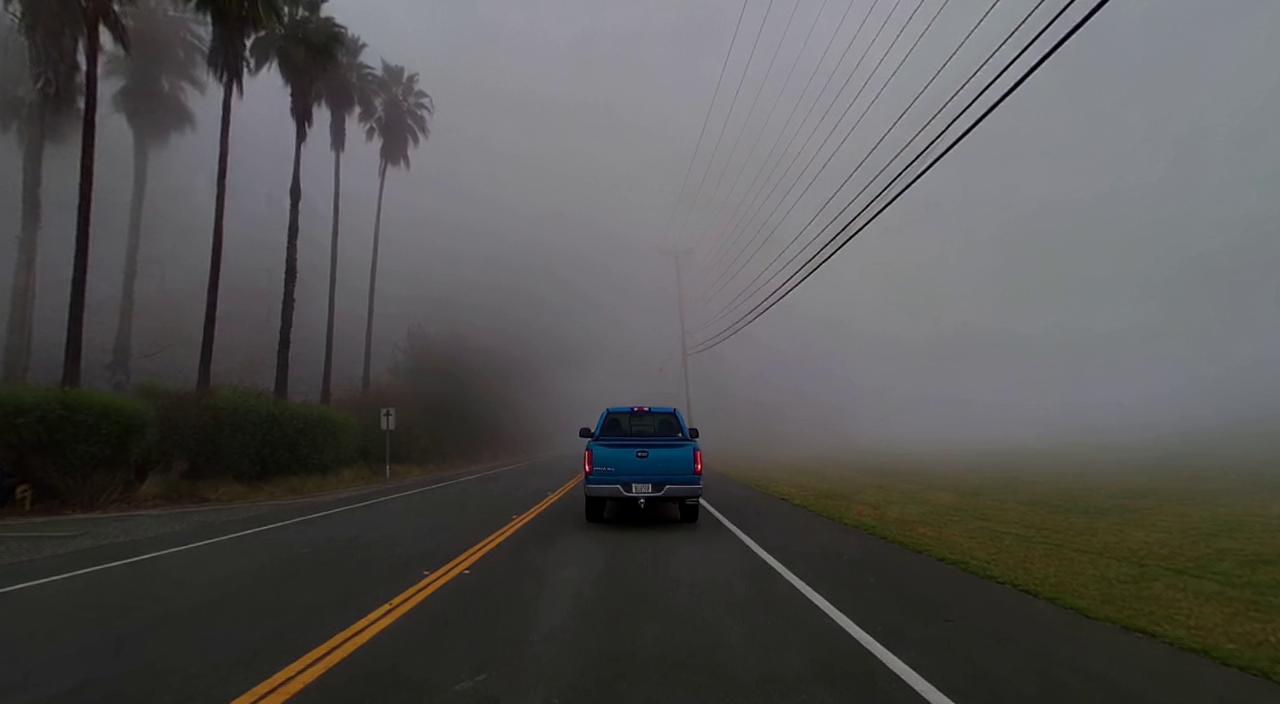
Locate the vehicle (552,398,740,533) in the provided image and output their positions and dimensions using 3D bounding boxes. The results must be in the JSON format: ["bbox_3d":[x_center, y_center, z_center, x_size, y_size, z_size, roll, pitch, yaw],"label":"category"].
[{"bbox_3d":[0.065,2.141,12.447,2.803,2.005,5.885,0,-8,-1],"label":"vehicle"}]
